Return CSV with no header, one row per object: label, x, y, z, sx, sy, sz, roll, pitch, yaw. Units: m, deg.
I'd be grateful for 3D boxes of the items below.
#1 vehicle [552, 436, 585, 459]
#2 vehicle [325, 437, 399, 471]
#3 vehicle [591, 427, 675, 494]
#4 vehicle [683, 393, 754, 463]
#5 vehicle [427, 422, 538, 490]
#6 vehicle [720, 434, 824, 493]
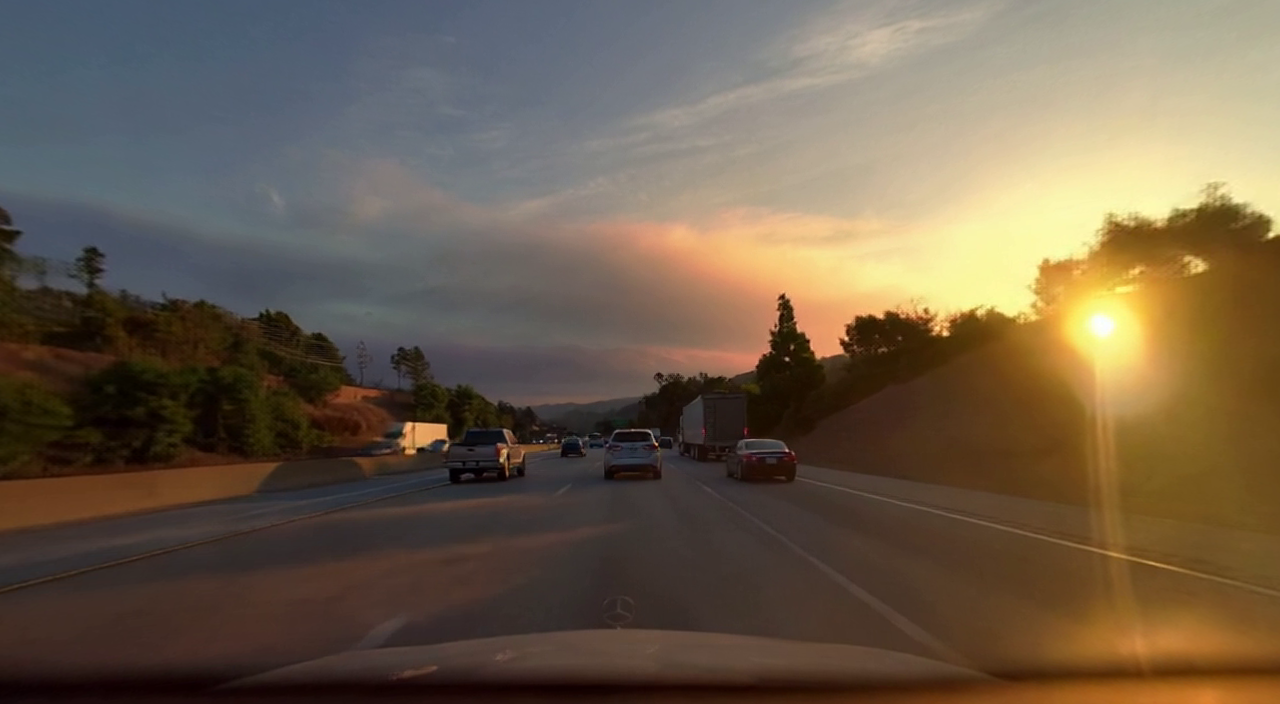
vehicle,-5.436,7.275,48.318,1.971,1.648,3.983,0,-8,1
vehicle,-13.148,4.808,30.051,1.802,1.468,3.904,0,-8,-1
vehicle,-0.219,2.943,17.541,2.083,1.647,3.799,0,-8,-1
vehicle,5.155,5.478,44.587,2.888,4.135,14.071,0,-8,-2
vehicle,-4.560,3.079,19.080,2.101,1.767,4.702,0,-8,0
vehicle,3.584,3.075,17.878,1.951,1.477,3.963,0,-8,-2
